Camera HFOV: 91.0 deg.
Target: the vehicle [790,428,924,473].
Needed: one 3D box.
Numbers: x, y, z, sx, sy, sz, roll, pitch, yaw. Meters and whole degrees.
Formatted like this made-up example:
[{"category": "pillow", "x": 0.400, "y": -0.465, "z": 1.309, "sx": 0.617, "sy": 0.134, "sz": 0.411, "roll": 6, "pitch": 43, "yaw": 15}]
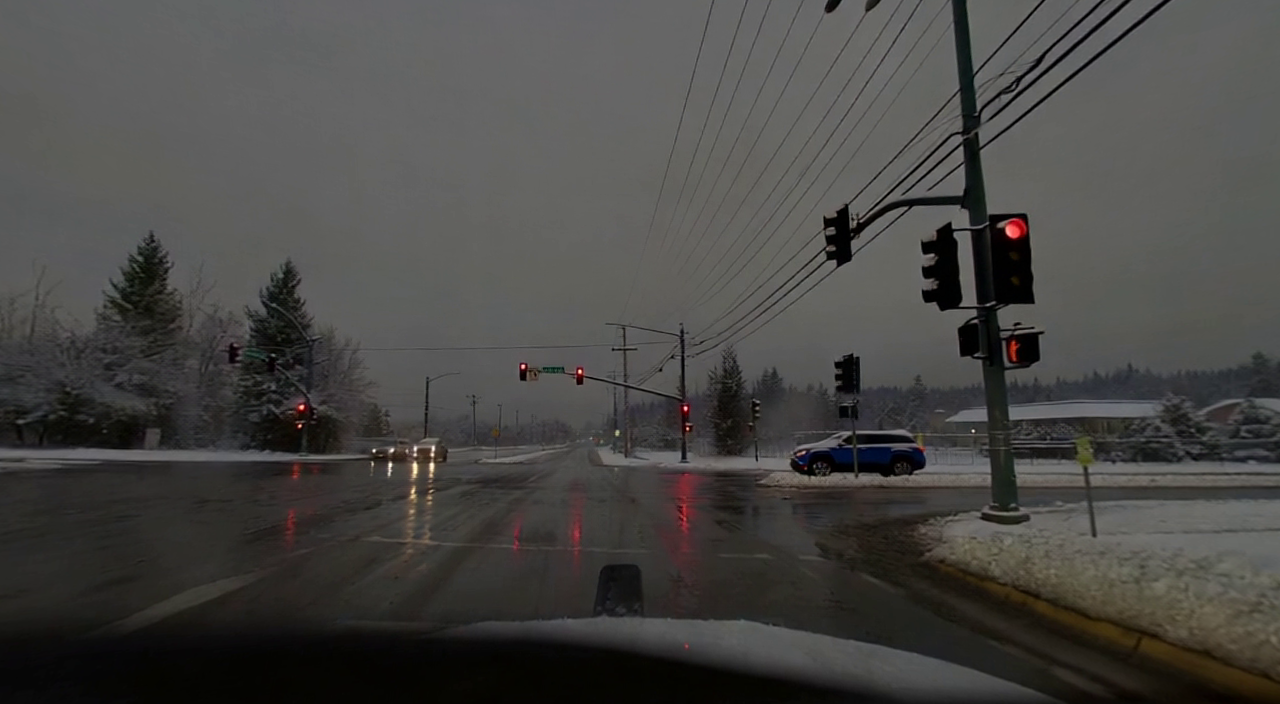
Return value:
[{"category": "vehicle", "x": 8.695, "y": 4.015, "z": 25.726, "sx": 4.884, "sy": 1.714, "sz": 2.021, "roll": -2, "pitch": -9, "yaw": 12}]
